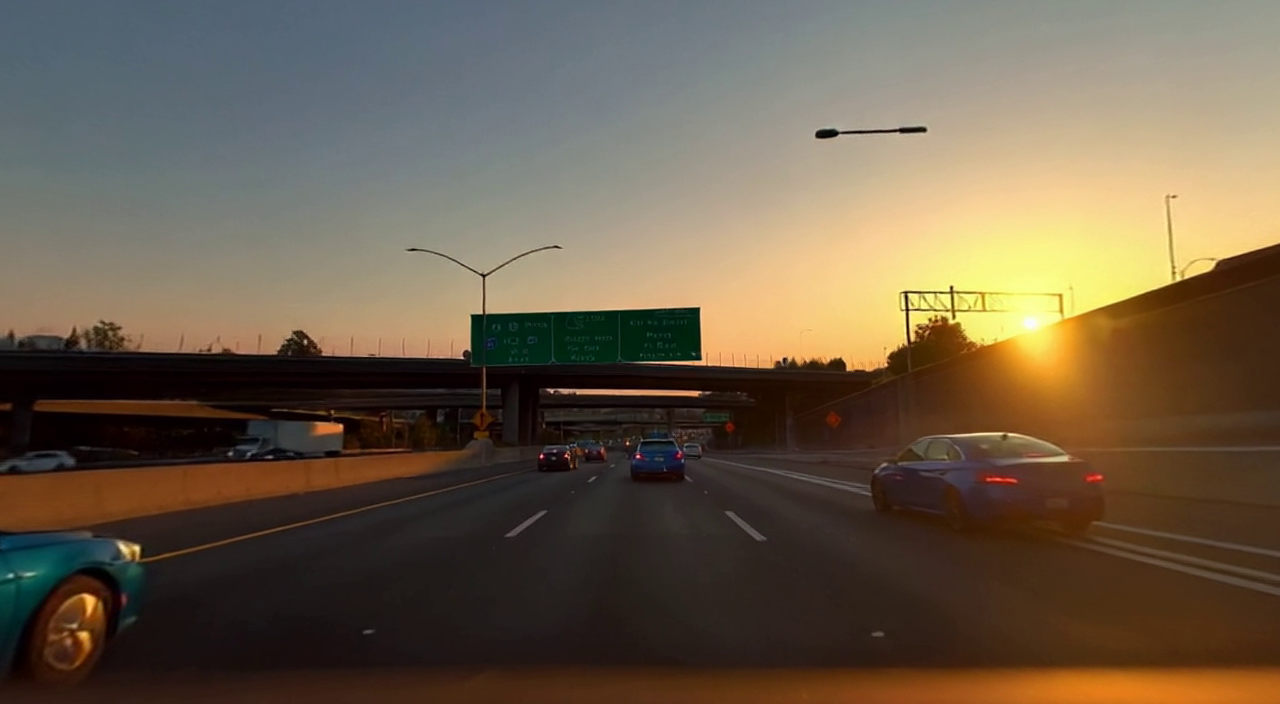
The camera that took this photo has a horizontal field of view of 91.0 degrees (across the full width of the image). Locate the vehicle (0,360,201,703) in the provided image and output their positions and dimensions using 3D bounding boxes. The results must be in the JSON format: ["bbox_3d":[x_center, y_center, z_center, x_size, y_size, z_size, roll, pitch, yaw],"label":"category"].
[{"bbox_3d":[-3.940,0.706,1.777,2.160,1.639,4.431,0,-9,0],"label":"vehicle"}]

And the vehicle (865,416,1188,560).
[{"bbox_3d":[5.299,1.910,9.571,2.055,1.656,4.370,0,-8,-1],"label":"vehicle"}]

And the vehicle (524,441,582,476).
[{"bbox_3d":[-3.926,4.881,29.156,2.031,1.491,4.145,0,-8,1],"label":"vehicle"}]

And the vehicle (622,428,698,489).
[{"bbox_3d":[0.549,3.423,20.539,2.202,1.748,4.158,0,-8,-1],"label":"vehicle"}]
